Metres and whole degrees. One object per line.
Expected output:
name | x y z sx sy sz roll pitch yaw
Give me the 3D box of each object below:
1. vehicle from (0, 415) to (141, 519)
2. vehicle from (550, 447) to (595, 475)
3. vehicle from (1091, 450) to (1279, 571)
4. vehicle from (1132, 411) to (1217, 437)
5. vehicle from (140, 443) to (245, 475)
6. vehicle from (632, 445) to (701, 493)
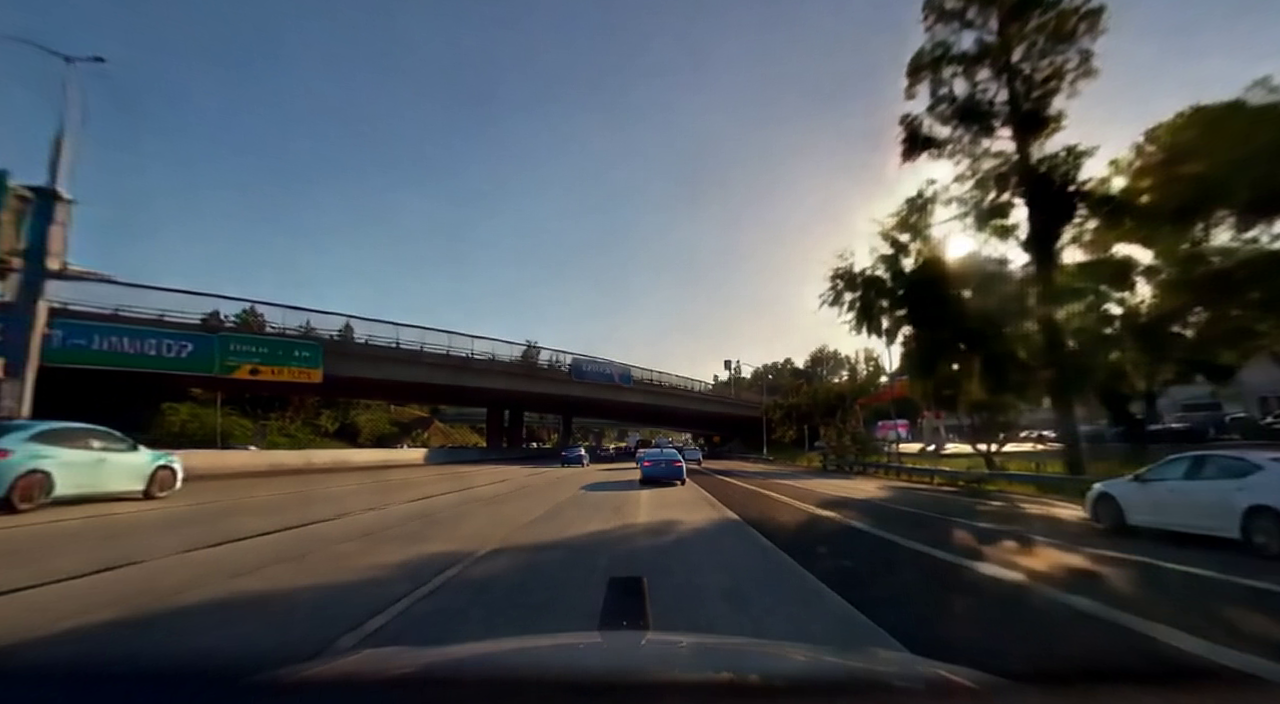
vehicle | -11.299 1.932 10.713 1.950 1.664 4.403 0 -8 1
vehicle | -3.837 6.239 36.506 2.047 1.497 4.208 0 -8 2
vehicle | 8.758 2.058 8.484 2.030 1.442 4.358 0 -8 -2
vehicle | 33.340 4.531 39.456 1.782 1.506 3.935 0 -8 -1
vehicle | -21.529 5.144 30.610 1.861 1.442 4.319 0 -8 1
vehicle | 0.836 3.896 21.426 2.113 1.464 4.073 0 -8 1
